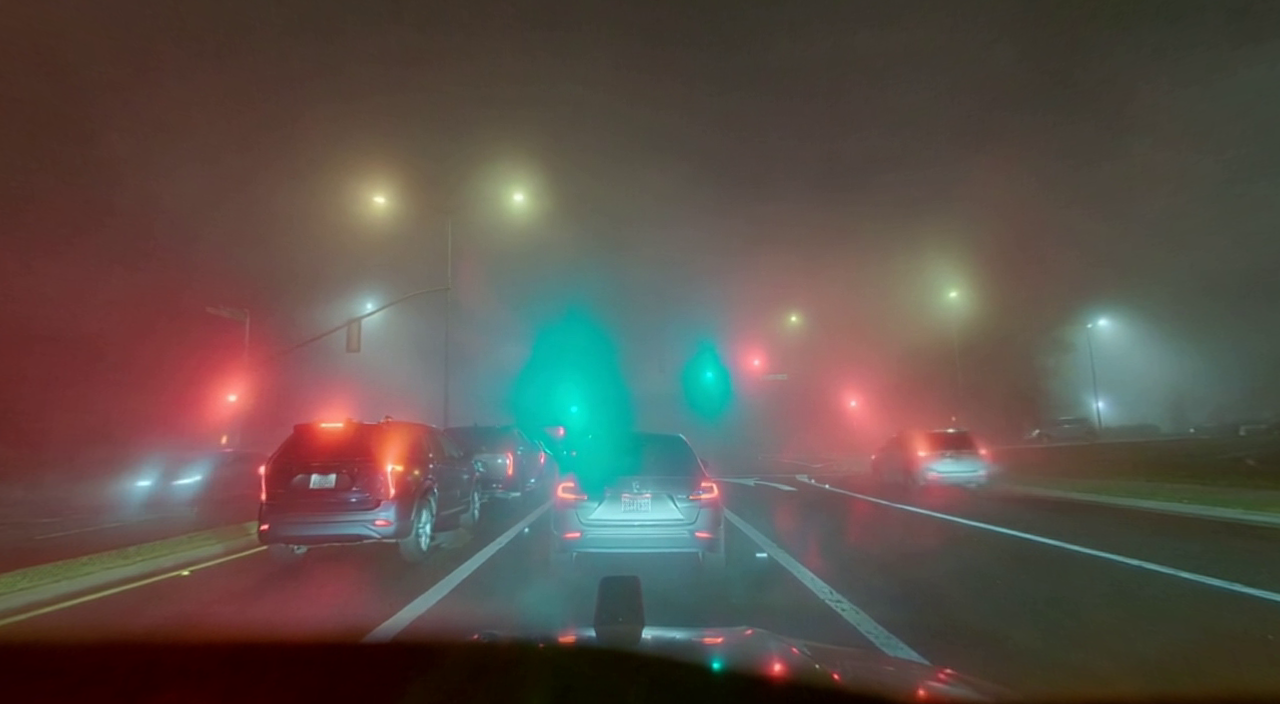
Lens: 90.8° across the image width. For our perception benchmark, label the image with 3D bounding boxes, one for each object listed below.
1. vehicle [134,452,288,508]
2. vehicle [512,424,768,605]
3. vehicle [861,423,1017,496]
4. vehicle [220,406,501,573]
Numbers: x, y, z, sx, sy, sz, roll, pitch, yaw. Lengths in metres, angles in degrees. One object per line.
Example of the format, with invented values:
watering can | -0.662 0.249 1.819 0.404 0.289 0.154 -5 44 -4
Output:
vehicle | -12.955 3.841 19.450 1.841 1.469 4.202 0 -8 -1
vehicle | -0.059 1.644 7.308 2.126 1.475 3.967 0 -8 -2
vehicle | 7.913 2.898 17.322 2.059 1.719 4.443 0 -8 0
vehicle | -3.429 1.762 8.861 2.046 1.751 4.208 0 -8 -1
